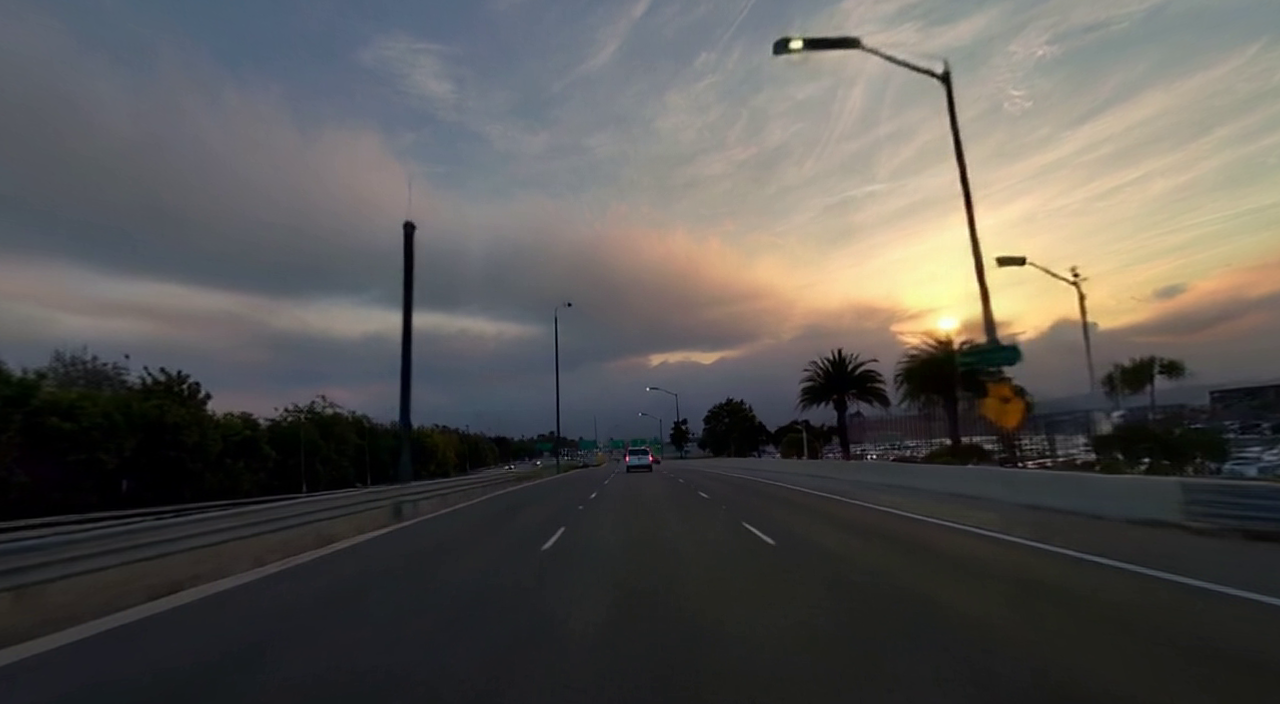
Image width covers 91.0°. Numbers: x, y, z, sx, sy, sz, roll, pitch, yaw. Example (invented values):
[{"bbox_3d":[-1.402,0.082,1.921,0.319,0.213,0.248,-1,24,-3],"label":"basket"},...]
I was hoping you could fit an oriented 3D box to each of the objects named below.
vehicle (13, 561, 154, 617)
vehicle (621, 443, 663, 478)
[{"bbox_3d":[-30.108,12.831,34.447,2.309,1.963,5.918,0,-11,0],"label":"vehicle"},{"bbox_3d":[0.067,5.769,33.657,2.089,1.718,4.193,0,-9,-1],"label":"vehicle"}]
